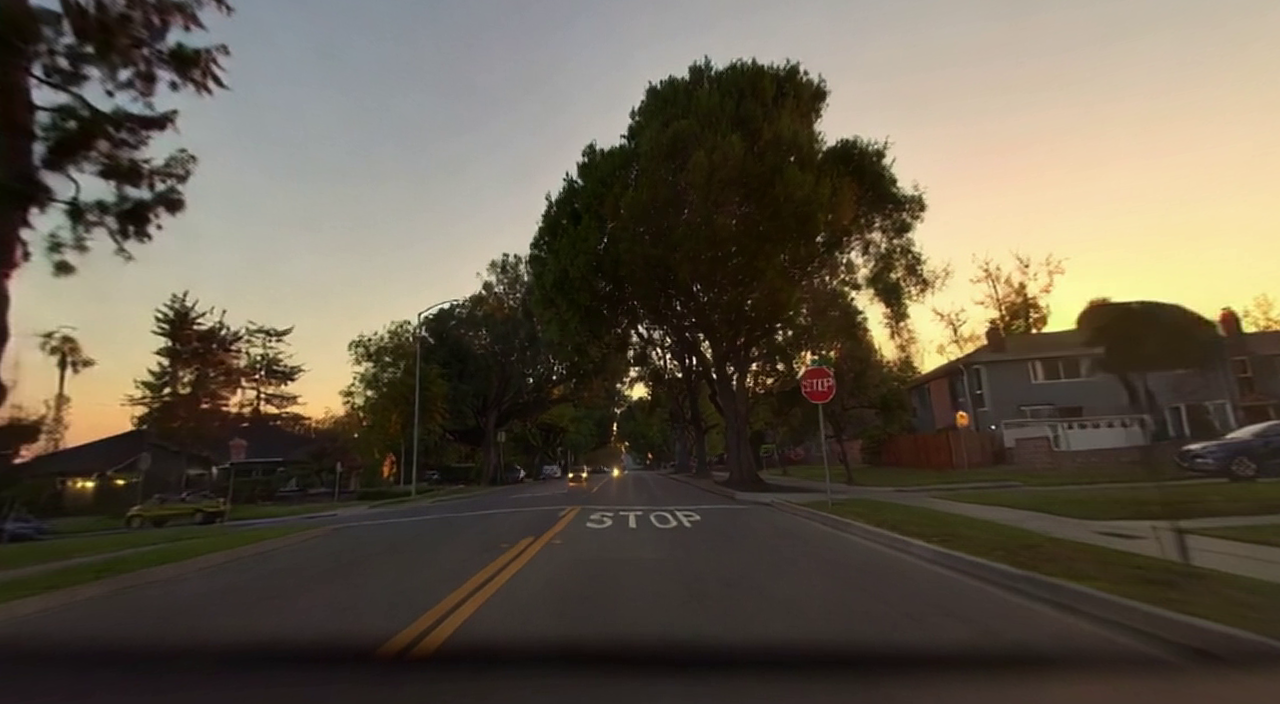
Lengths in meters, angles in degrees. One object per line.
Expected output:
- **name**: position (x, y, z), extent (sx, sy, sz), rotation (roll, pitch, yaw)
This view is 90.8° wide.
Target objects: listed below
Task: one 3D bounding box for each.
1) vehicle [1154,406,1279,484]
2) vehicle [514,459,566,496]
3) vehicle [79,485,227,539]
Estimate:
- **vehicle**: position (16.816, 2.365, 16.221), extent (4.982, 1.874, 2.133), rotation (-3, -9, 13)
- **vehicle**: position (-5.984, 7.567, 38.388), extent (2.149, 1.823, 4.613), rotation (-7, -10, 1)
- **vehicle**: position (-18.467, 6.048, 24.028), extent (4.274, 1.626, 2.093), rotation (-5, -9, 11)
